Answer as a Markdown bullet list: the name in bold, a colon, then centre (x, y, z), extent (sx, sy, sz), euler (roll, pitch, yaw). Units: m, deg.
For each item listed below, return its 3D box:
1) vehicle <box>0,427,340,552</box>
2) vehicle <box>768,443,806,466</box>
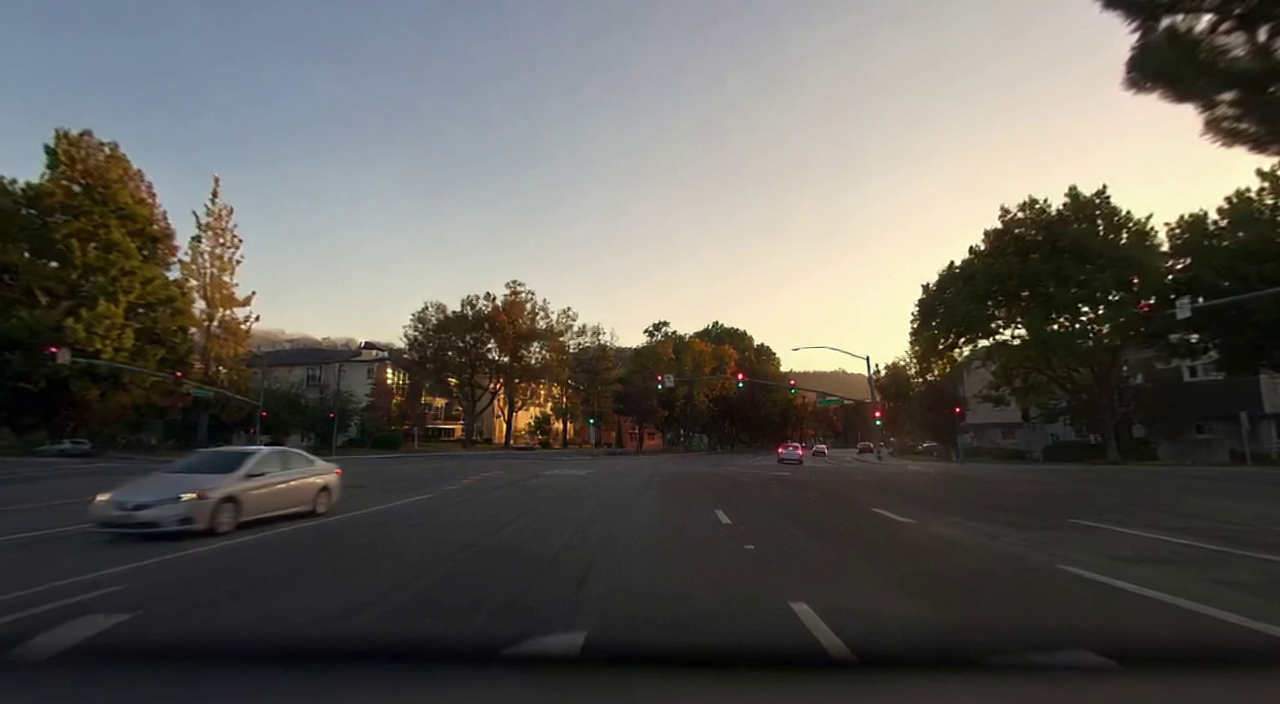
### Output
- **vehicle**: centre (-6.845, 1.970, 9.833), extent (2.063, 1.455, 4.651), euler (0, -8, 0)
- **vehicle**: centre (9.866, 6.899, 42.704), extent (1.988, 1.460, 3.996), euler (-1, -9, 6)
